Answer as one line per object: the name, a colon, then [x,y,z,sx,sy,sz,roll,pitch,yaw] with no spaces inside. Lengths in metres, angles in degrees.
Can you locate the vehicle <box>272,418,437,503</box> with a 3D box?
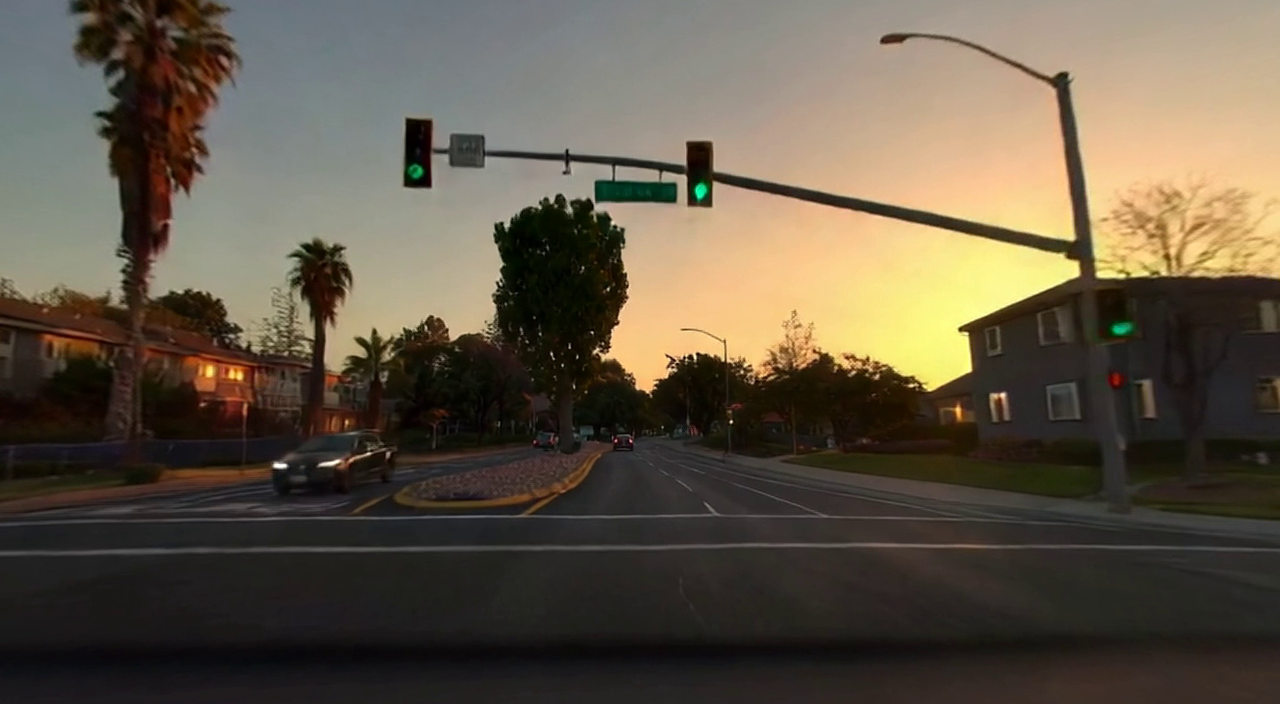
vehicle: [-6.350,2.461,14.640,1.983,1.684,3.938,0,-8,-1]

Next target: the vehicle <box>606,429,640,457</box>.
vehicle: [-1.240,6.412,44.392,2.248,1.833,4.798,0,-8,-3]
